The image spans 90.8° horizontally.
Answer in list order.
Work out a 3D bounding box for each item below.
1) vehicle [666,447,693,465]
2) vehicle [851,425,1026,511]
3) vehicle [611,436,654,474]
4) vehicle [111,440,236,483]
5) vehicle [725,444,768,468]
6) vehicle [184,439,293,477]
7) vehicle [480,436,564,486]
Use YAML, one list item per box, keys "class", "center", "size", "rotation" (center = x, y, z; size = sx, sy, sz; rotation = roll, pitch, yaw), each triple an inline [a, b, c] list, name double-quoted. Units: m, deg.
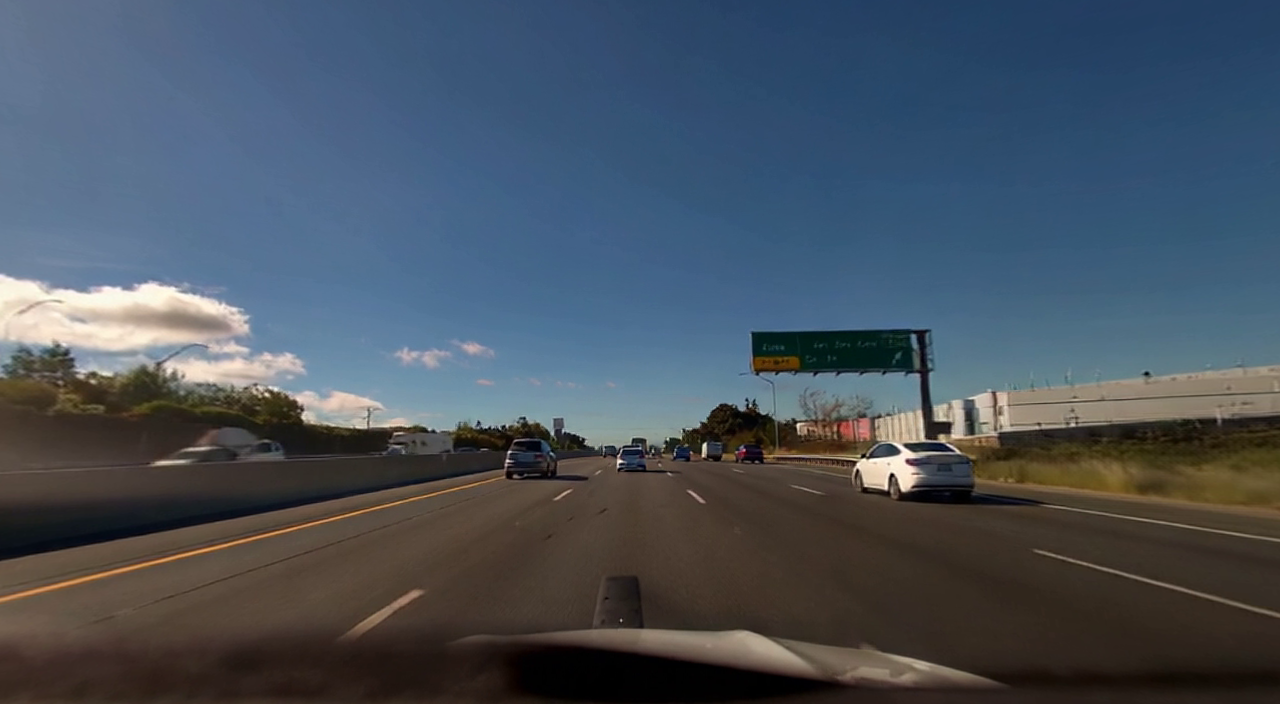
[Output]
- class: "vehicle"
  center: [2.975, 7.993, 48.634]
  size: [1.816, 1.353, 3.809]
  rotation: [0, -8, -1]
- class: "vehicle"
  center: [6.604, 2.605, 14.609]
  size: [1.944, 1.666, 4.184]
  rotation: [0, -9, 0]
- class: "vehicle"
  center: [-0.347, 5.144, 31.792]
  size: [2.002, 1.759, 4.658]
  rotation: [0, -8, 0]
- class: "vehicle"
  center: [-17.801, 4.184, 24.359]
  size: [1.817, 1.500, 3.838]
  rotation: [0, -9, 0]
- class: "vehicle"
  center: [6.743, 6.629, 40.433]
  size: [1.879, 1.428, 4.402]
  rotation: [0, -9, -1]
- class: "vehicle"
  center: [-21.366, 5.650, 33.977]
  size: [2.093, 1.851, 5.667]
  rotation: [0, -9, 0]
- class: "vehicle"
  center: [-4.197, 3.974, 23.278]
  size: [2.126, 1.631, 4.643]
  rotation: [0, -8, 1]
